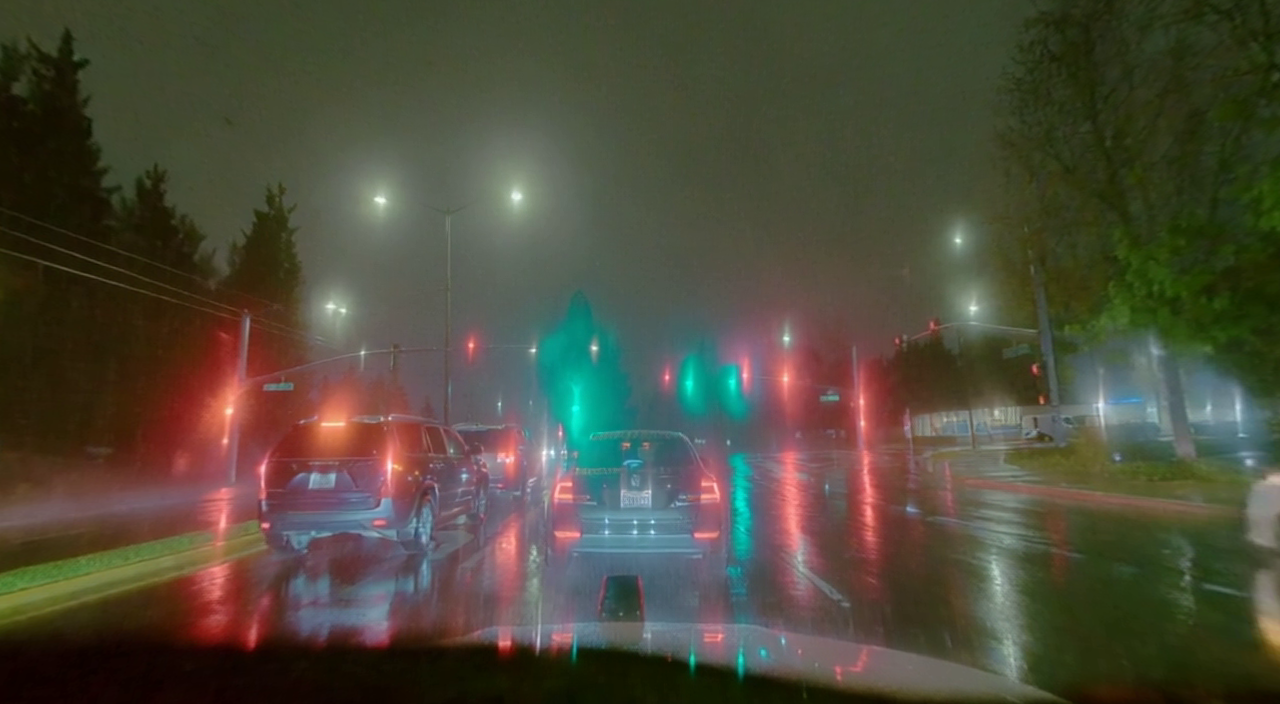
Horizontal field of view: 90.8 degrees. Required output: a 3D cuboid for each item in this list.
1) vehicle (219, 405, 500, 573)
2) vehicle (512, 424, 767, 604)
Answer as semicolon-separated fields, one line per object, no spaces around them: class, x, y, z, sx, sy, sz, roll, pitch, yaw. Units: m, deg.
vehicle;-3.435;1.760;8.859;2.046;1.751;4.208;0;-8;-1
vehicle;-0.063;1.644;7.323;2.126;1.475;3.967;0;-8;-2
